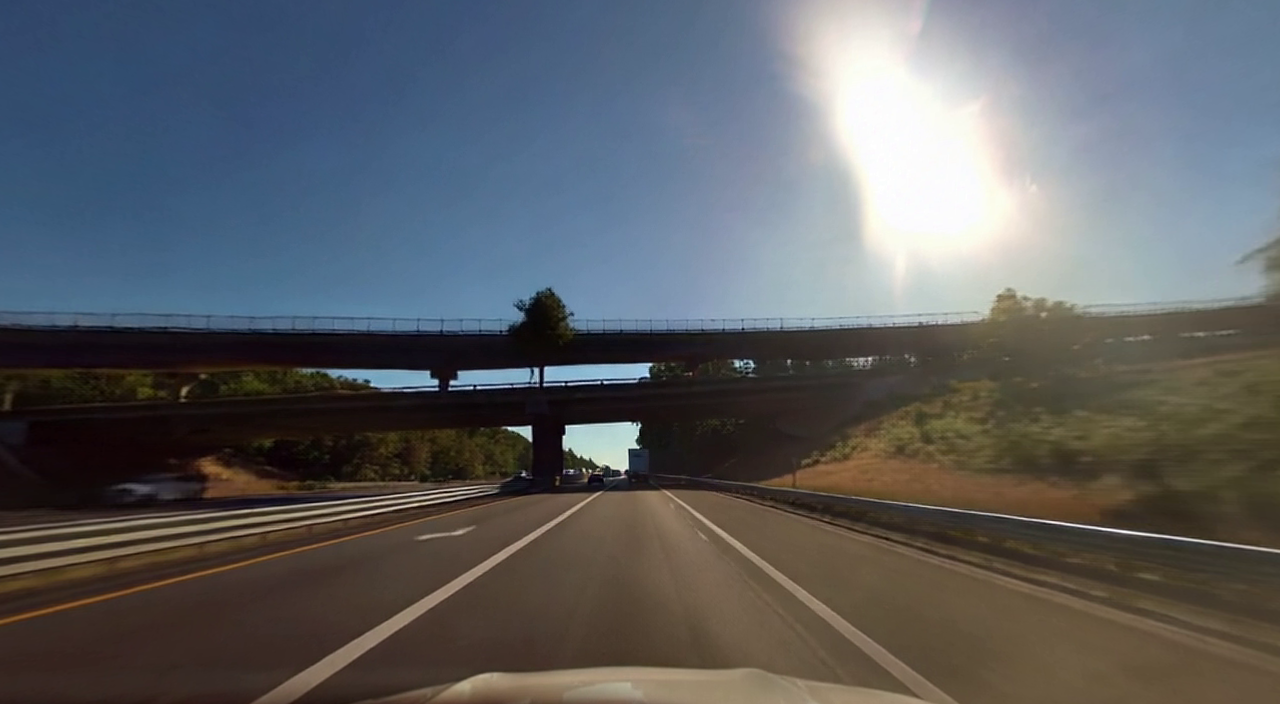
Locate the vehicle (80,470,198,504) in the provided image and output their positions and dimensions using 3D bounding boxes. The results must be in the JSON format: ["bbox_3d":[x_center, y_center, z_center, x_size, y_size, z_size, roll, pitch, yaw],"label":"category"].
[{"bbox_3d":[-24.072,6.474,30.540,1.896,1.469,4.624,1,-10,0],"label":"vehicle"}]
